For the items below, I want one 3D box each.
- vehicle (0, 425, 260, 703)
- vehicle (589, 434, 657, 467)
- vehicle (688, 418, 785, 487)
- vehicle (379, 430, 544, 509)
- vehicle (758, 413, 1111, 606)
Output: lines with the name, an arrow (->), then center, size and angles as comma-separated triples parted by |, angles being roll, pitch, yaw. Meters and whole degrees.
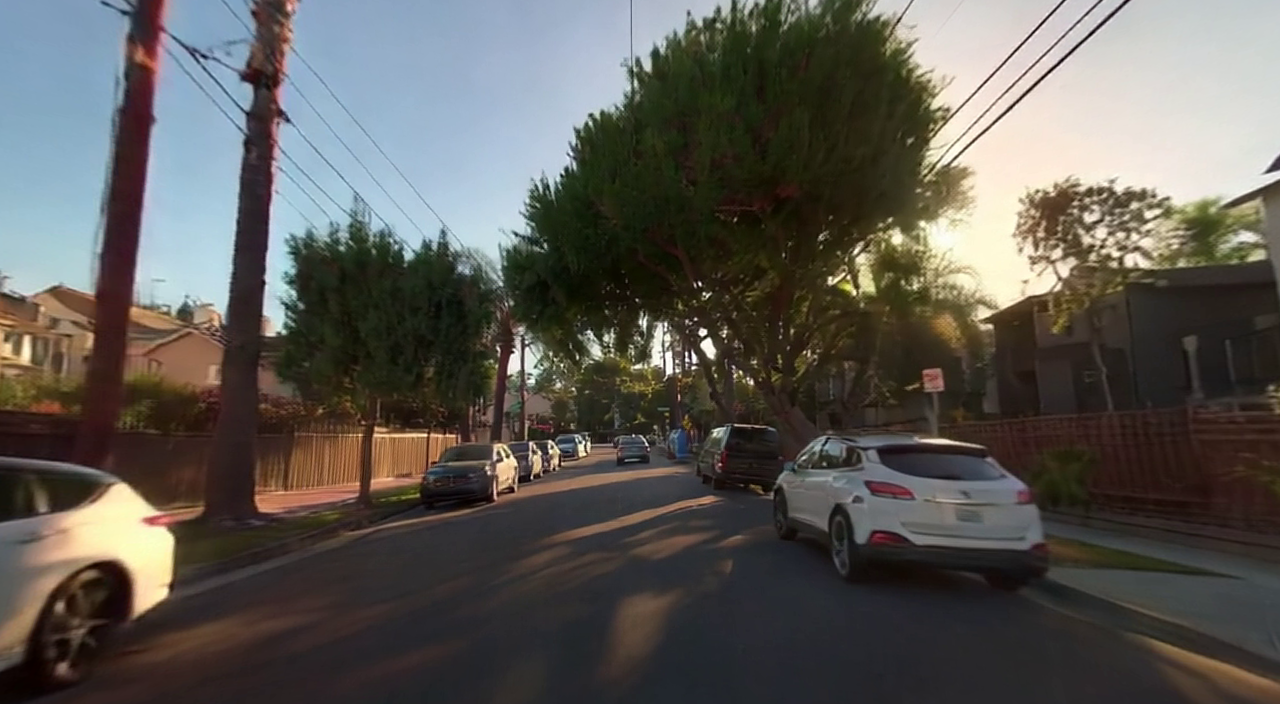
vehicle -> -4.135, 1.097, 2.789 | 1.769, 1.551, 5.040 | 0, -8, 0
vehicle -> -0.960, 4.886, 31.490 | 2.081, 1.483, 4.599 | 3, -9, -19
vehicle -> 2.991, 3.292, 20.991 | 2.292, 1.981, 5.277 | 0, -8, -1
vehicle -> -3.935, 2.716, 15.168 | 2.130, 1.543, 5.386 | -1, -8, 3
vehicle -> 2.935, 1.681, 7.749 | 2.060, 1.614, 4.652 | 0, -8, 0
